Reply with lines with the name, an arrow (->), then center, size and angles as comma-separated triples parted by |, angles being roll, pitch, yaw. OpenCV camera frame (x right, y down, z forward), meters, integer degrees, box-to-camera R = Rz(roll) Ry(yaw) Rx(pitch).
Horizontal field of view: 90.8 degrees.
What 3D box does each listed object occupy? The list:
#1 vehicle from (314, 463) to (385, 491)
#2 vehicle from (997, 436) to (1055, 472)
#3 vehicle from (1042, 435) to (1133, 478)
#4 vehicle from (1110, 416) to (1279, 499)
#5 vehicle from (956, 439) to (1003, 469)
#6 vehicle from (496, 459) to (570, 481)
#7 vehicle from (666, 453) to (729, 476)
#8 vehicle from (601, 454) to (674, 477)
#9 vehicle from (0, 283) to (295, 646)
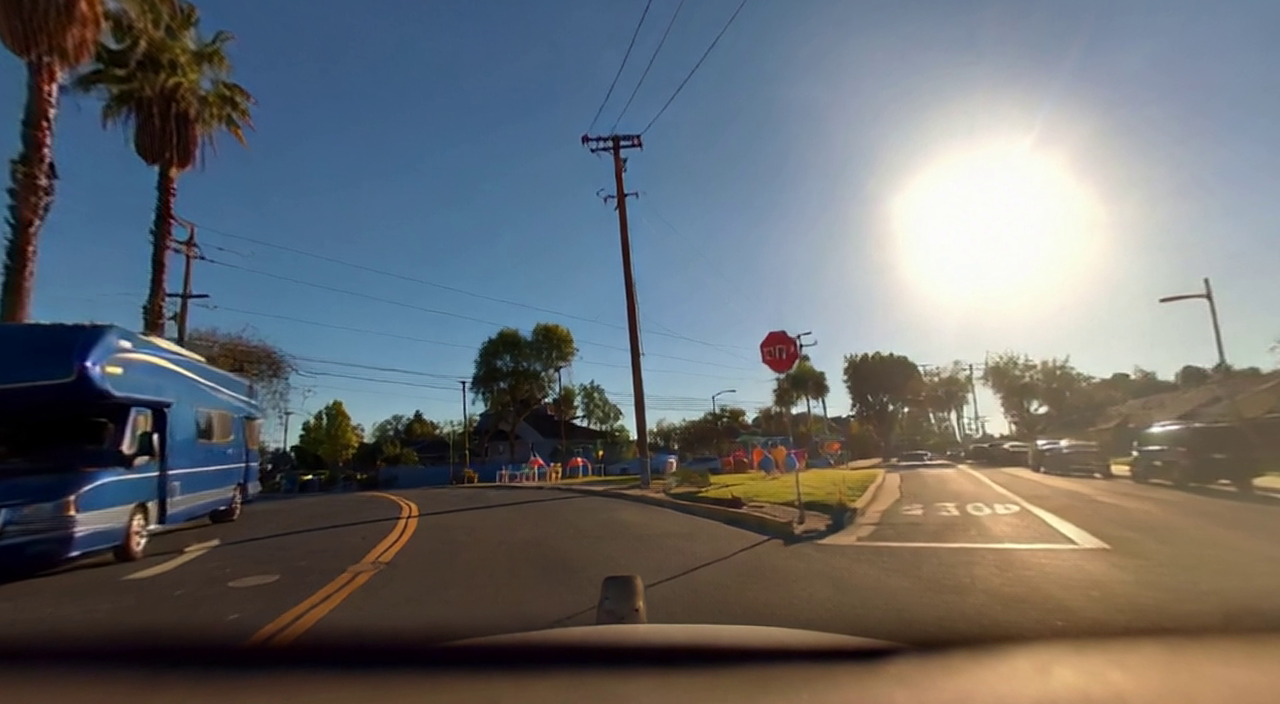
vehicle -> -21.066, 9.041, 45.838 | 4.586, 1.784, 1.890 | -2, -7, 19
vehicle -> 23.403, 6.130, 38.498 | 1.974, 1.894, 4.810 | -3, -6, 19
vehicle -> 20.291, 4.725, 28.893 | 2.016, 1.687, 4.272 | -3, -7, 16
vehicle -> 16.206, 2.944, 18.605 | 2.451, 2.076, 4.928 | -3, -7, 21
vehicle -> 26.737, 7.999, 49.909 | 2.094, 1.992, 4.941 | -2, -6, 14
vehicle -> -7.500, 8.319, 44.477 | 4.966, 1.377, 1.739 | 0, -7, -4
vehicle -> 4.344, 8.483, 47.673 | 4.461, 1.417, 1.781 | 2, -7, -26
vehicle -> -0.199, 8.186, 45.688 | 4.952, 1.472, 1.837 | 2, -8, -18
vehicle -> -9.495, 1.653, 11.583 | 3.216, 3.720, 11.364 | 1, -6, -17
